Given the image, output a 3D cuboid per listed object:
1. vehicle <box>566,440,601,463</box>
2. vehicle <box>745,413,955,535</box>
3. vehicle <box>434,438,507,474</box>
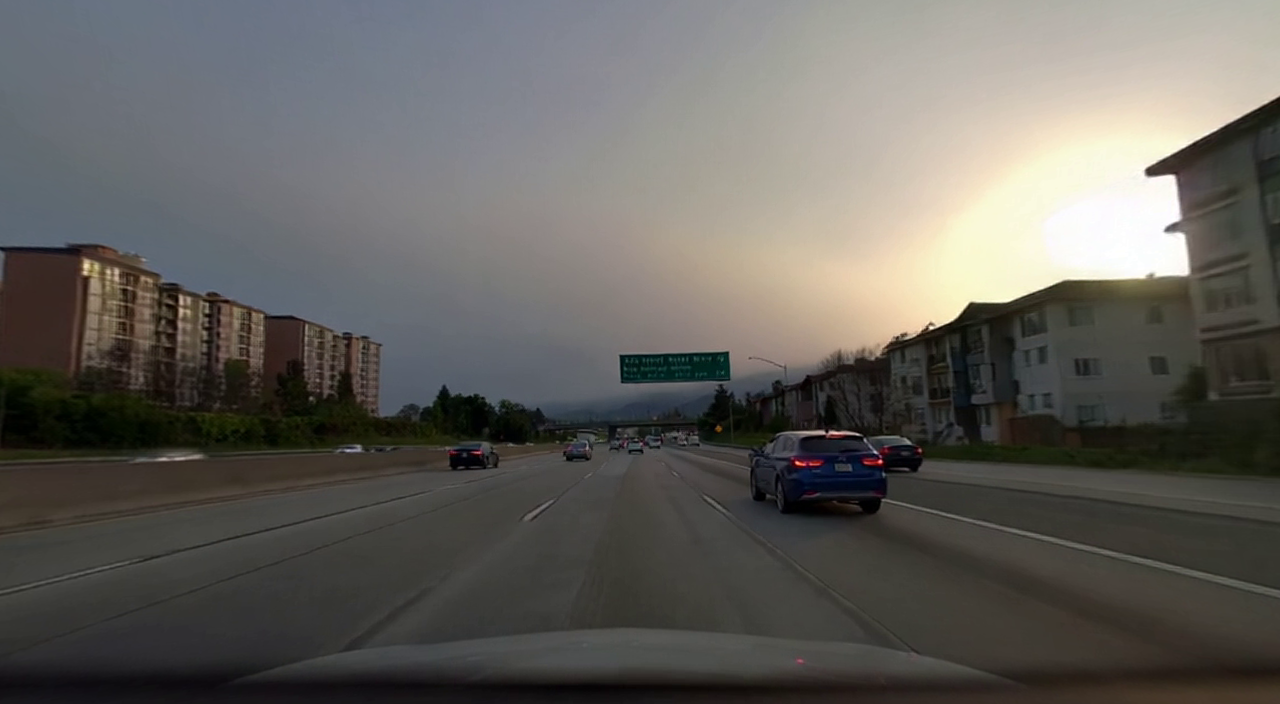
[{"bbox_3d":[-3.803,6.789,43.193,2.002,1.466,4.378,0,-8,-1],"label":"vehicle"},{"bbox_3d":[3.300,2.019,11.034,2.080,1.694,4.286,0,-8,-1],"label":"vehicle"},{"bbox_3d":[-7.516,4.657,28.493,2.021,1.496,4.495,0,-8,1],"label":"vehicle"}]
